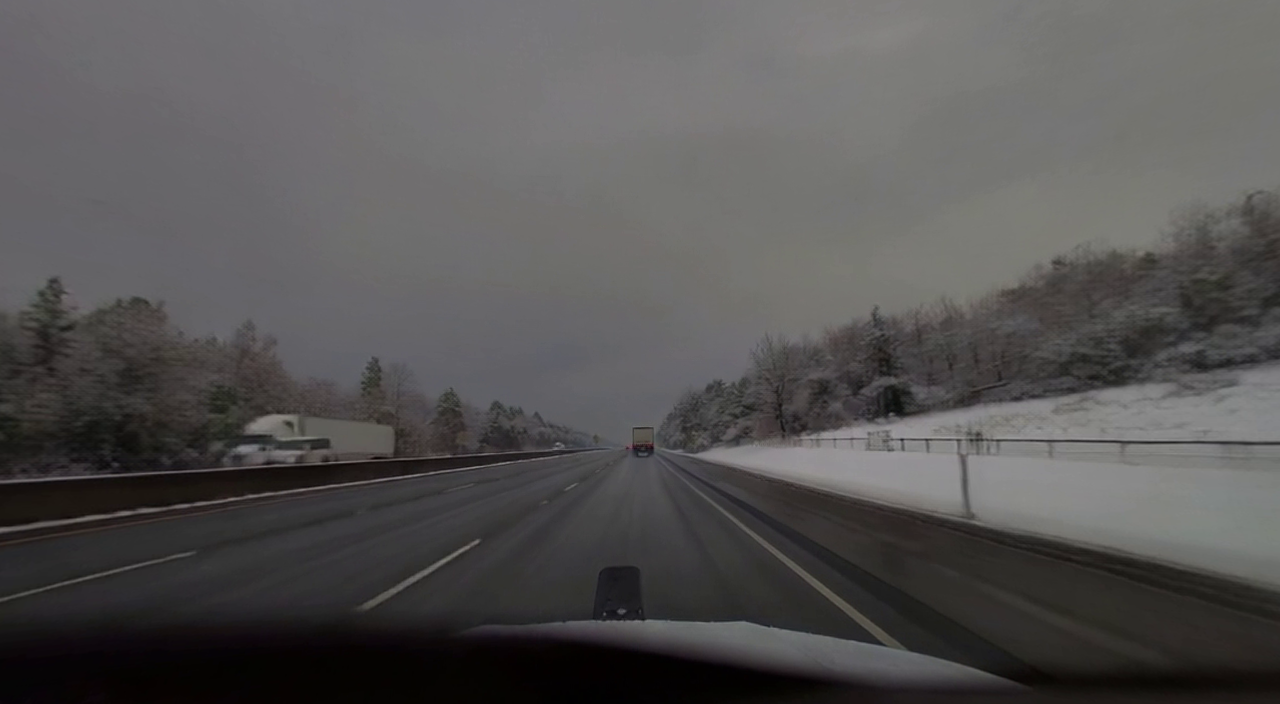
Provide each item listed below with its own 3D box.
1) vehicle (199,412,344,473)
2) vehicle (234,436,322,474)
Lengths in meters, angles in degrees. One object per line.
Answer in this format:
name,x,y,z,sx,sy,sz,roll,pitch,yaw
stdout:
vehicle,-24.611,6.290,43.247,3.204,3.578,11.064,-1,-9,0
vehicle,-20.296,5.816,35.698,1.959,1.963,5.027,-1,-9,0
